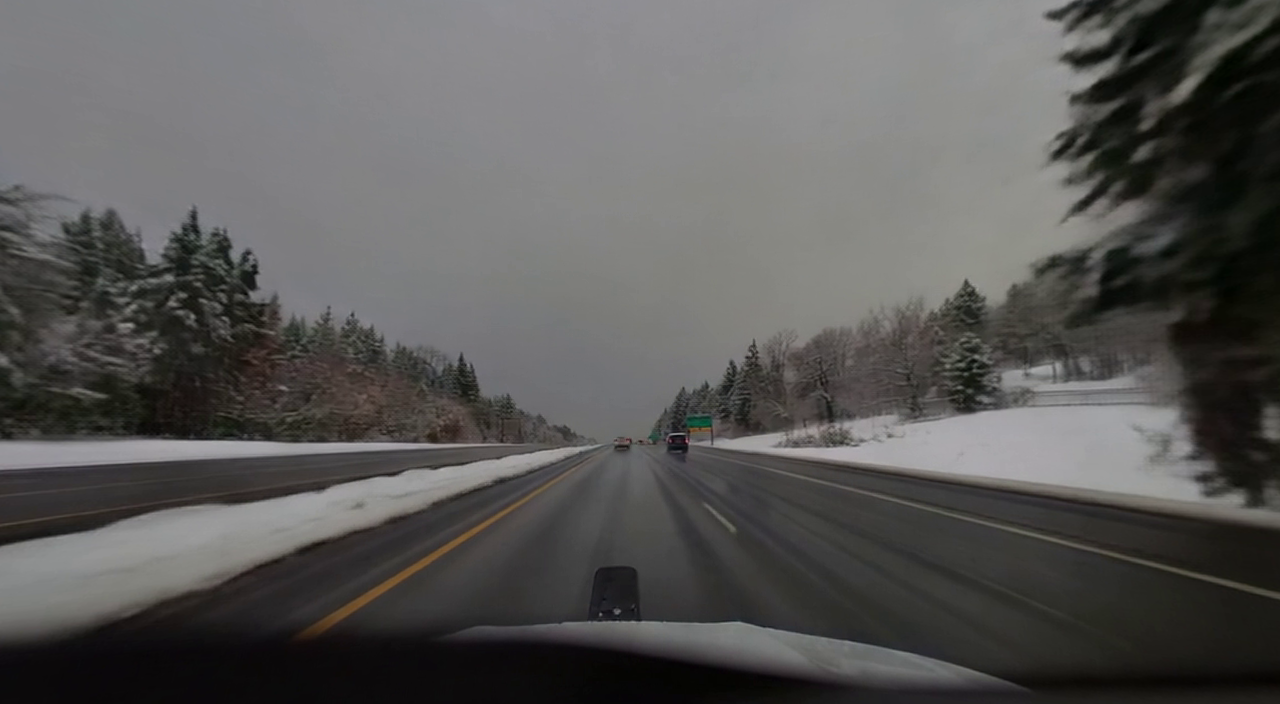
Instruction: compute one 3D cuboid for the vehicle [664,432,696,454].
[{"bbox_3d":[3.087,7.159,49.882,2.085,1.681,4.436,0,-7,-2],"label":"vehicle"}]
